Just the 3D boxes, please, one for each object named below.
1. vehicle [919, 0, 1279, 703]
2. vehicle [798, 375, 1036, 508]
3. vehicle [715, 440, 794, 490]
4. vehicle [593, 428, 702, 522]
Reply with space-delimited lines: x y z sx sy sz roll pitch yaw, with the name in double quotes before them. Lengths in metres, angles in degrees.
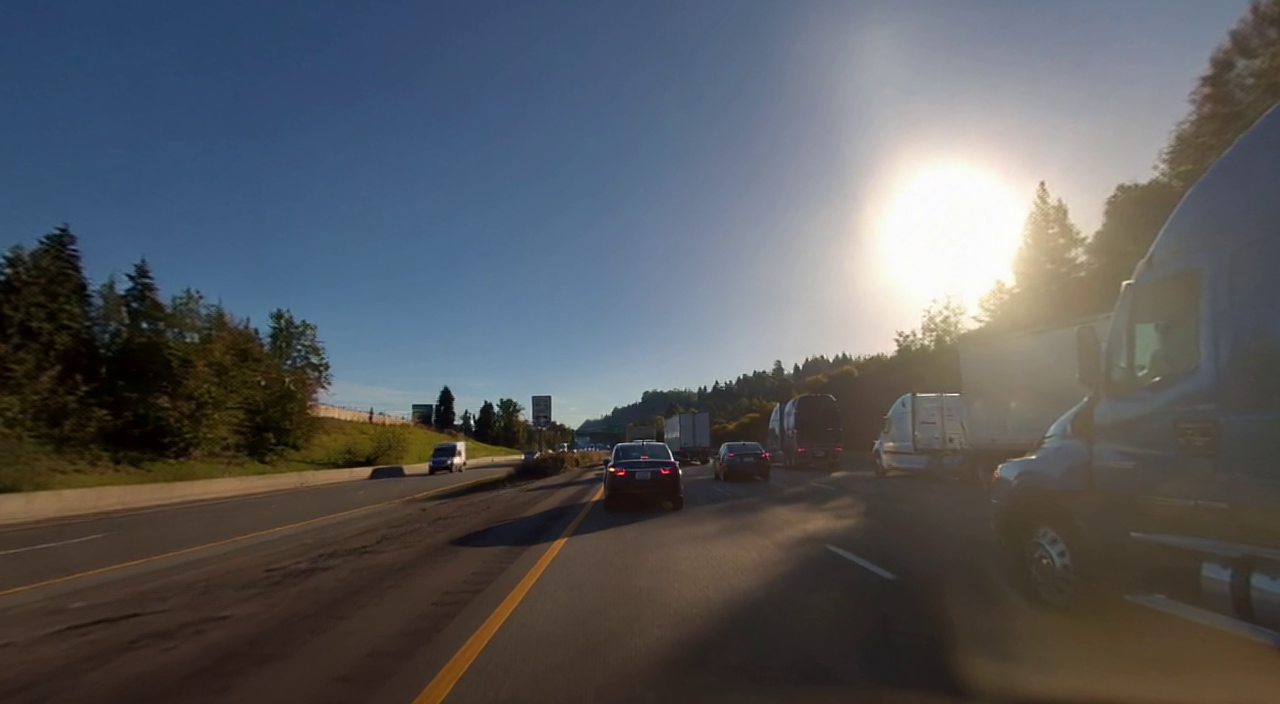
"vehicle" 4.186 -0.030 2.801 2.987 3.877 5.881 0 -9 0
"vehicle" 8.007 2.953 20.438 2.799 3.188 10.578 0 -9 -1
"vehicle" 3.806 3.818 21.471 1.859 1.512 3.711 0 -9 -2
"vehicle" 0.140 2.486 13.082 1.965 1.664 3.428 0 -9 0
